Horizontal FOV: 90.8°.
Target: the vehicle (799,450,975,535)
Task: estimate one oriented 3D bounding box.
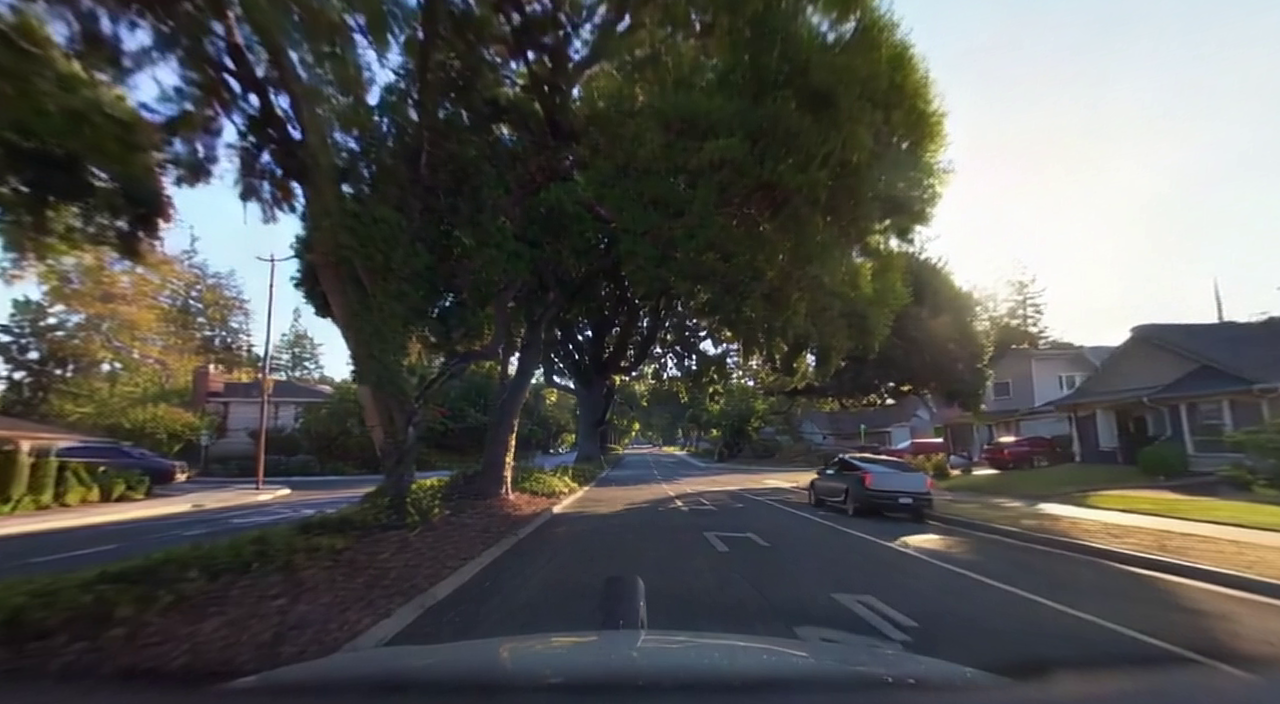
[{"bbox_3d":[4.990,2.853,13.555,1.904,1.475,4.386,0,-9,-1],"label":"vehicle"}]
